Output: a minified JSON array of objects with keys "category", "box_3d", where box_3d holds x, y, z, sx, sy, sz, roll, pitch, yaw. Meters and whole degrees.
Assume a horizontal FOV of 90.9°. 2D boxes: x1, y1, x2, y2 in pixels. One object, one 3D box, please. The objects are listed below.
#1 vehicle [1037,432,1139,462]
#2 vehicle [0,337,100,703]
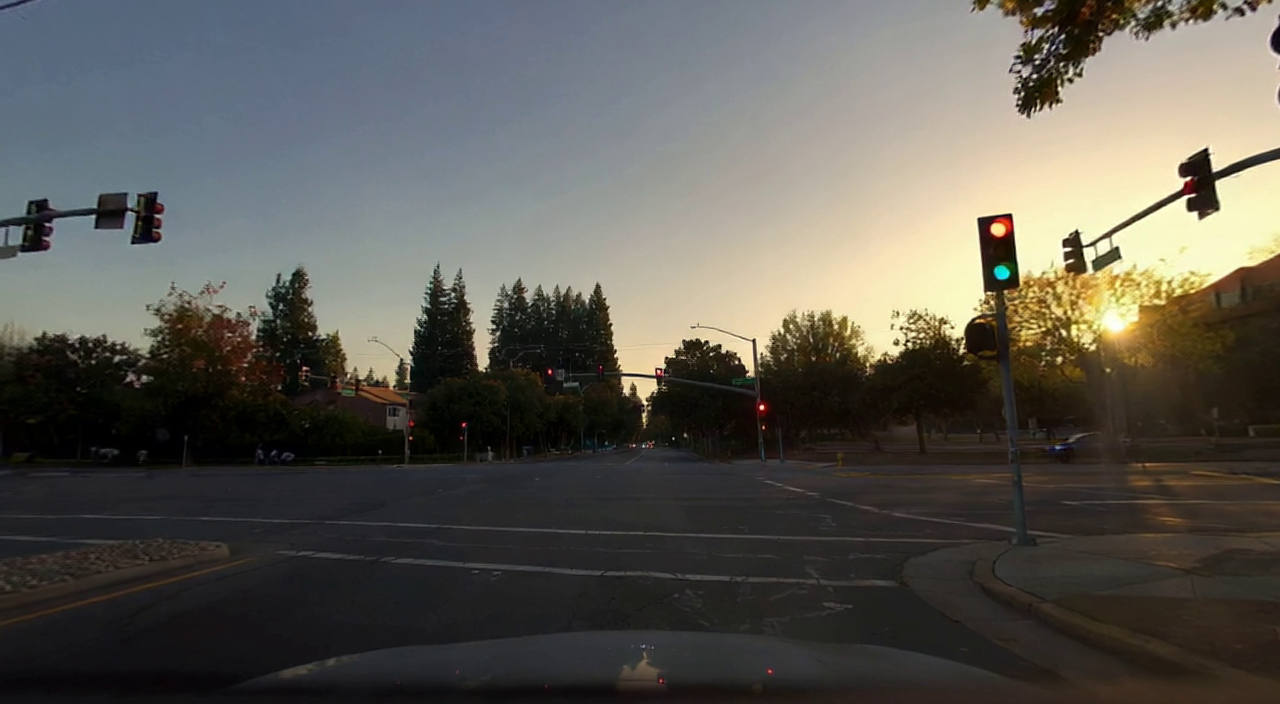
[{"category":"vehicle","box_3d":[23.165,4.929,32.768,3.952,1.468,1.768,-3,-9,22]},{"category":"vehicle","box_3d":[-3.264,0.524,0.404,1.954,1.689,4.347,0,-8,0]}]
